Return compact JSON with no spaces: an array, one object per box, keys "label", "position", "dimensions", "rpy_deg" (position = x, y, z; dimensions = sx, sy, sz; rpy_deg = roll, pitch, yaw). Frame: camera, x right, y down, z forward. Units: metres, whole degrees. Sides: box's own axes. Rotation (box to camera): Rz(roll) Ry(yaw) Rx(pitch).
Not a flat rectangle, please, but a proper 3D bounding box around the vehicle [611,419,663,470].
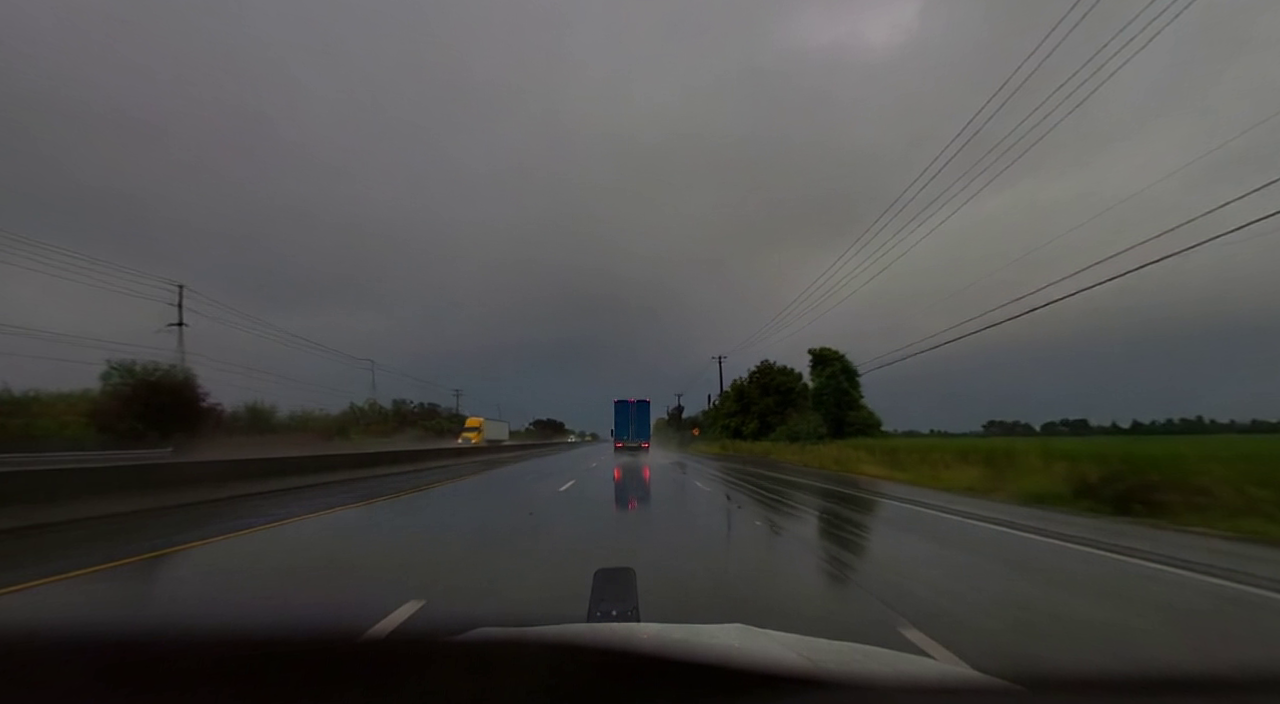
[{"label":"vehicle","position":[-0.210,4.268,29.128],"dimensions":[2.240,2.129,4.480],"rpy_deg":[0,-8,-2]}]
